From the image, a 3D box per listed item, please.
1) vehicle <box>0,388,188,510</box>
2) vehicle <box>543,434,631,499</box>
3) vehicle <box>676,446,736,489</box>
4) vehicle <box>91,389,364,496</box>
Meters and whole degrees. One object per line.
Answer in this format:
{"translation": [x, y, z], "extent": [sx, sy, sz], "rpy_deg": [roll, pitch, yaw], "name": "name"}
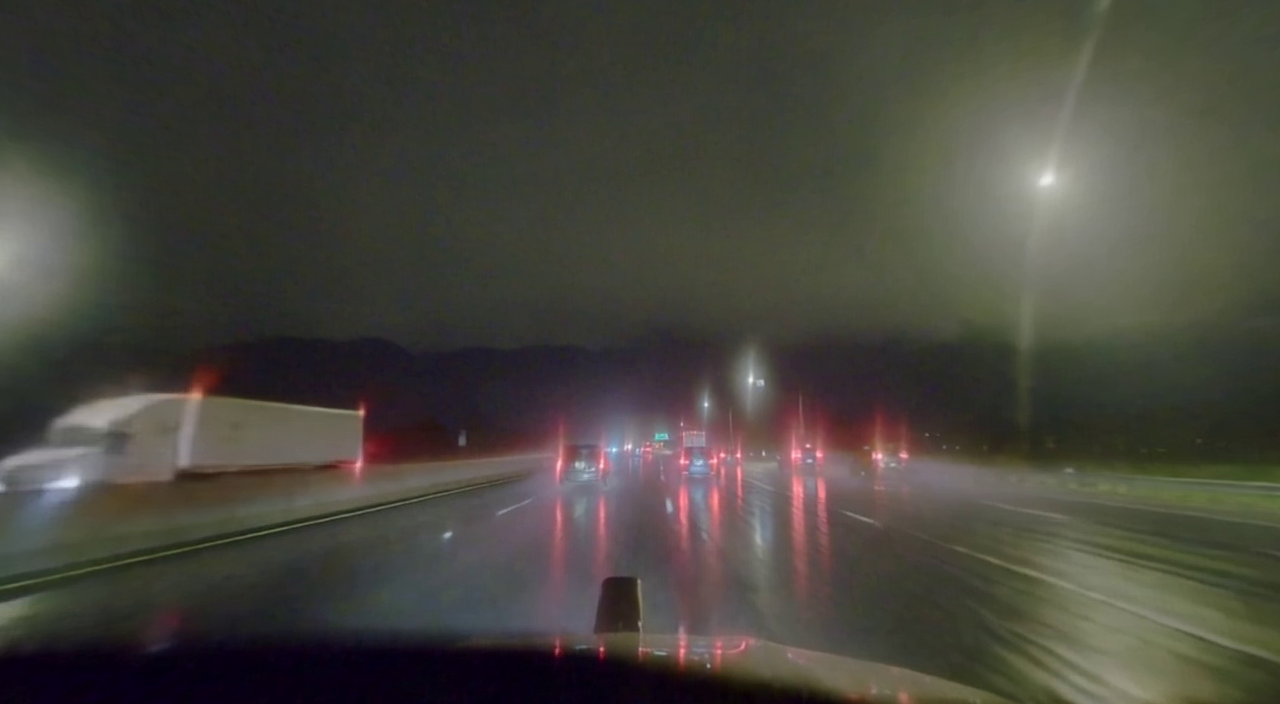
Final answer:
{"translation": [-21.274, 3.639, 23.784], "extent": [3.063, 3.921, 6.608], "rpy_deg": [0, -9, 3], "name": "vehicle"}
{"translation": [-1.467, 3.436, 19.220], "extent": [2.142, 1.724, 4.344], "rpy_deg": [0, -9, 2], "name": "vehicle"}
{"translation": [2.460, 4.406, 24.352], "extent": [2.004, 1.471, 4.032], "rpy_deg": [0, -9, 1], "name": "vehicle"}
{"translation": [-20.900, 5.038, 34.646], "extent": [3.305, 4.461, 16.367], "rpy_deg": [0, -9, 3], "name": "vehicle"}
